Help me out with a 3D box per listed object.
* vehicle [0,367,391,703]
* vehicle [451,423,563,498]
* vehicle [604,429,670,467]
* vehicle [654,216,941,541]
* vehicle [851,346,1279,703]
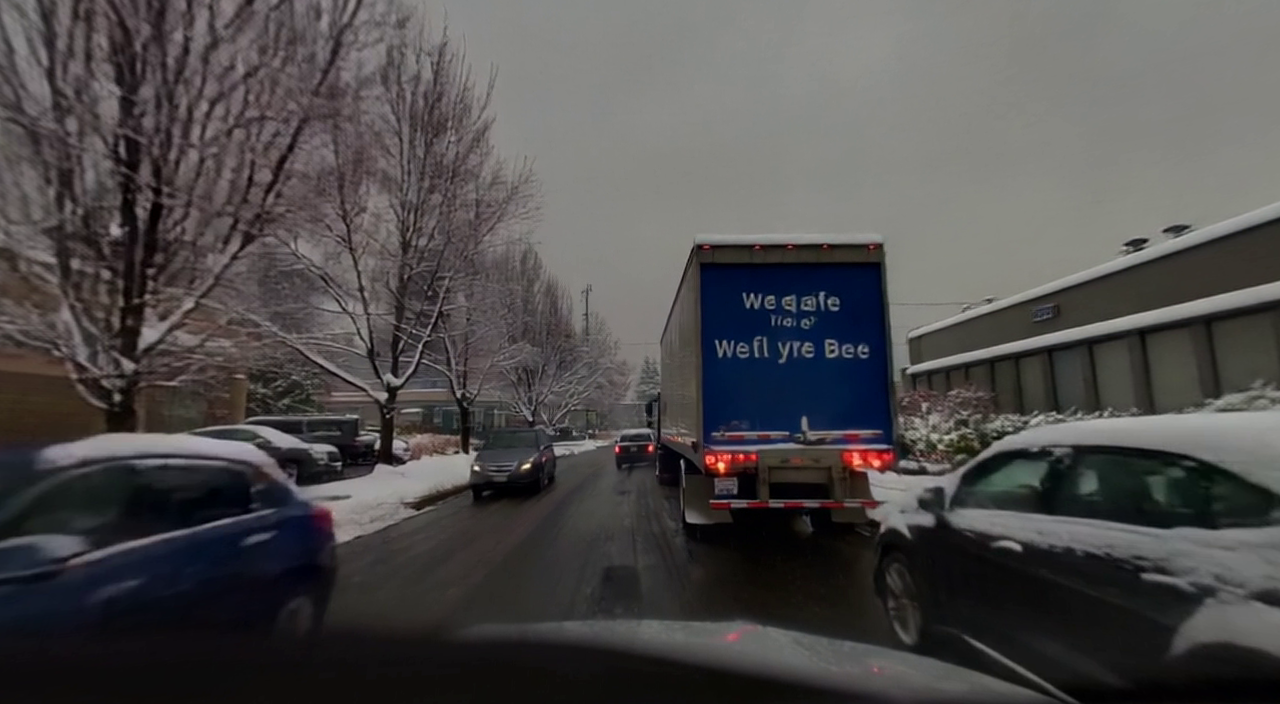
[{"bbox_3d":[-2.738,0.882,2.238,2.033,1.508,4.298,0,-8,-1],"label":"vehicle"},{"bbox_3d":[-2.924,2.452,14.710,1.780,1.488,4.043,0,-8,-1],"label":"vehicle"},{"bbox_3d":[-0.051,4.096,27.123,2.160,1.498,3.909,-1,-8,10],"label":"vehicle"},{"bbox_3d":[2.097,1.254,15.150,2.865,4.113,14.471,0,-8,-1],"label":"vehicle"},{"bbox_3d":[2.423,0.880,2.394,1.866,1.531,3.579,0,-8,-2],"label":"vehicle"}]
